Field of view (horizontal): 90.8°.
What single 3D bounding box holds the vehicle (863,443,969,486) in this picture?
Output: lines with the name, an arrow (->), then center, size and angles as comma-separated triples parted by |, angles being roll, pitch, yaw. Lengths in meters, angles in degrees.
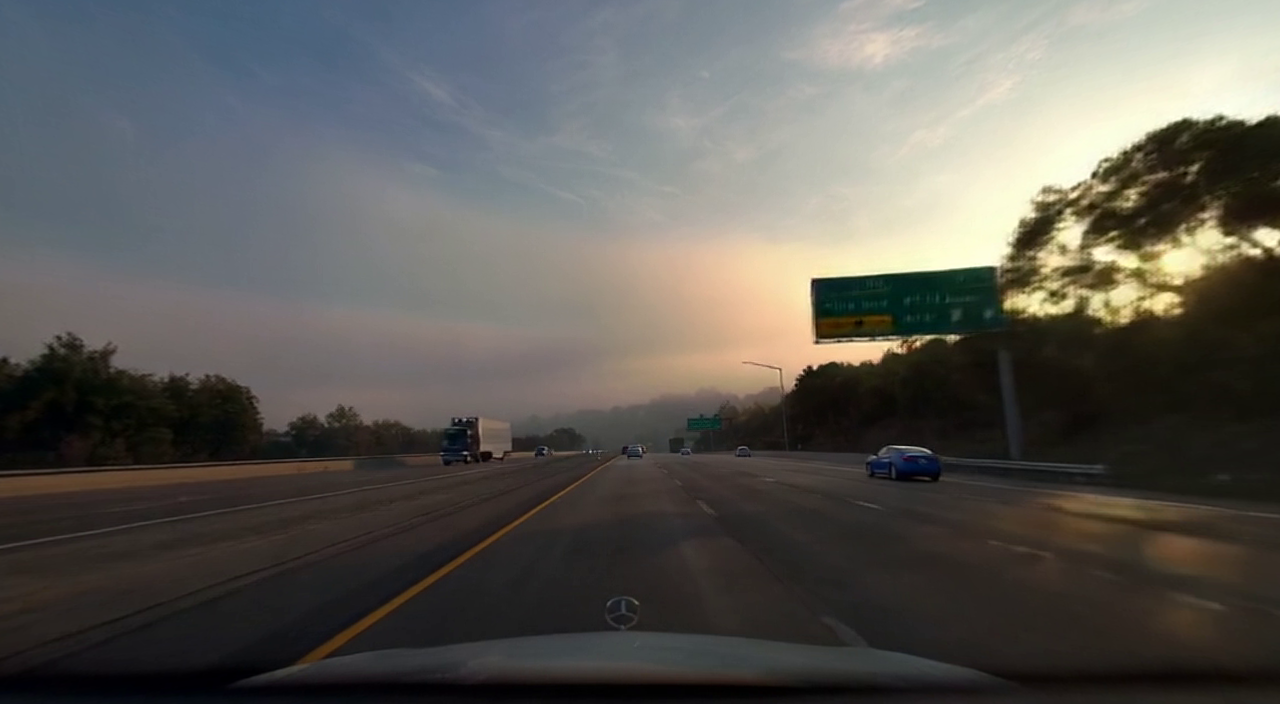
vehicle -> 10.679, 4.350, 24.867 | 2.024, 1.481, 4.747 | 1, -8, 0
